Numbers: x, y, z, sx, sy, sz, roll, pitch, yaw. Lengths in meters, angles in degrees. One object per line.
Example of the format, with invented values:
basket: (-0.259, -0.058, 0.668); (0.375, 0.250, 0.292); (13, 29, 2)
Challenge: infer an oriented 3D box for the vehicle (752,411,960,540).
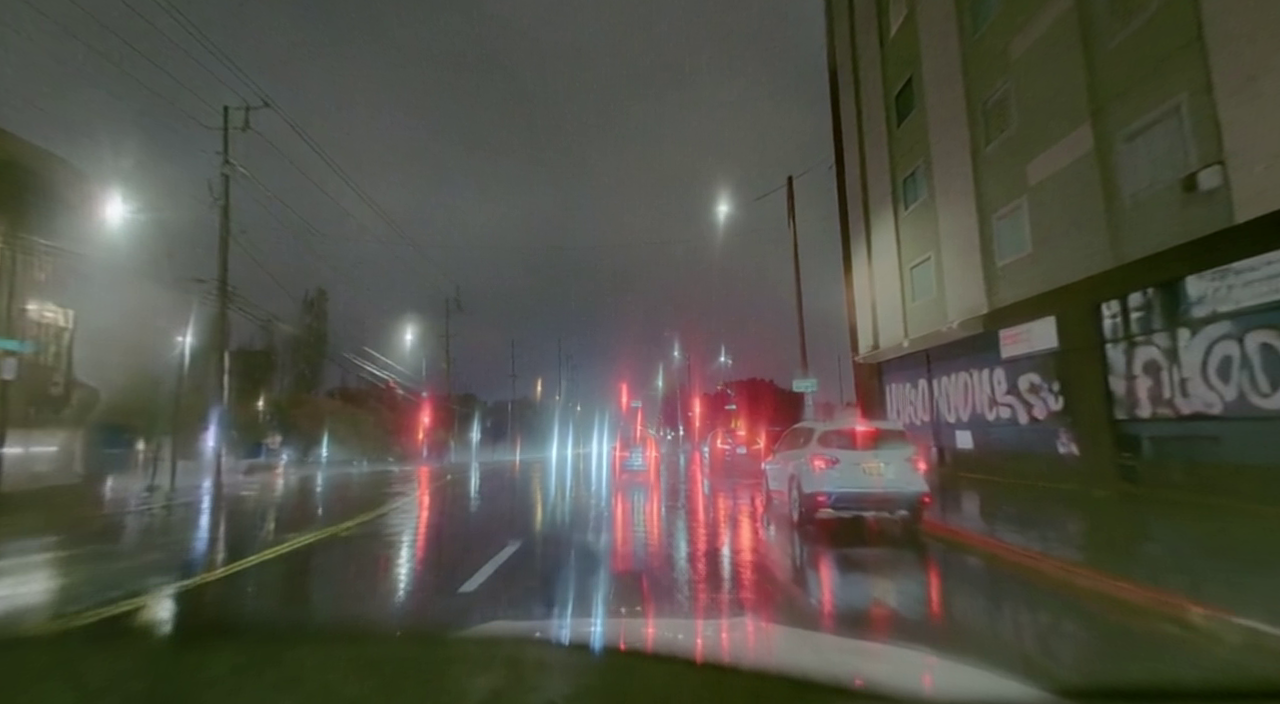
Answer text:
vehicle: (3.306, 1.985, 10.716); (1.938, 1.714, 4.402); (0, -8, 0)

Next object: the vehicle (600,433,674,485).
vehicle: (-0.067, 3.468, 20.648); (2.153, 1.505, 4.452); (0, -8, 1)

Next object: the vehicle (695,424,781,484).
vehicle: (3.158, 3.426, 21.263); (2.060, 1.783, 4.579); (0, -8, -1)
